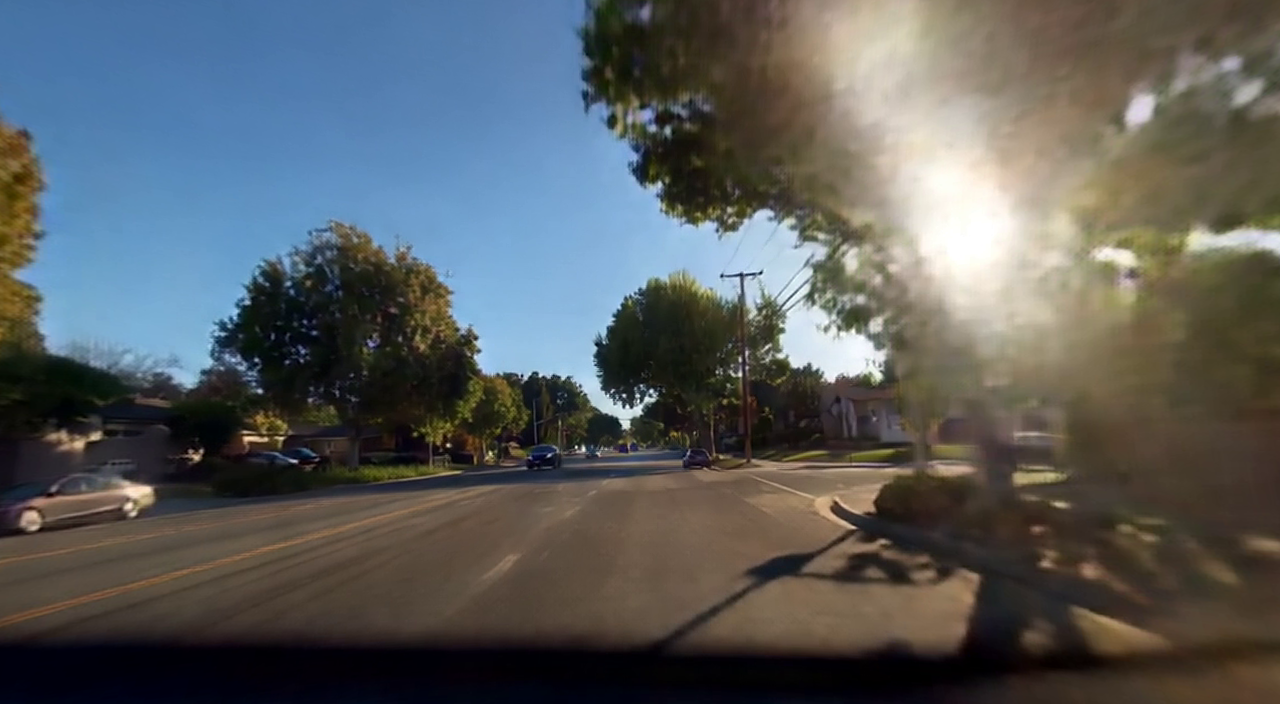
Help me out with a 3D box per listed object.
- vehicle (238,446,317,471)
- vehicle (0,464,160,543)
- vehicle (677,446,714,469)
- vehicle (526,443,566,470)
[{"bbox_3d":[-28.540,8.369,49.887,4.750,1.845,2.382,0,-8,-1],"label":"vehicle"},{"bbox_3d":[-13.821,3.438,14.664,1.863,1.481,4.363,-2,-9,1],"label":"vehicle"},{"bbox_3d":[3.790,7.331,44.005,2.031,1.500,4.590,0,-8,-1],"label":"vehicle"},{"bbox_3d":[-6.751,7.517,45.788,2.092,1.810,4.882,0,-8,0],"label":"vehicle"}]
